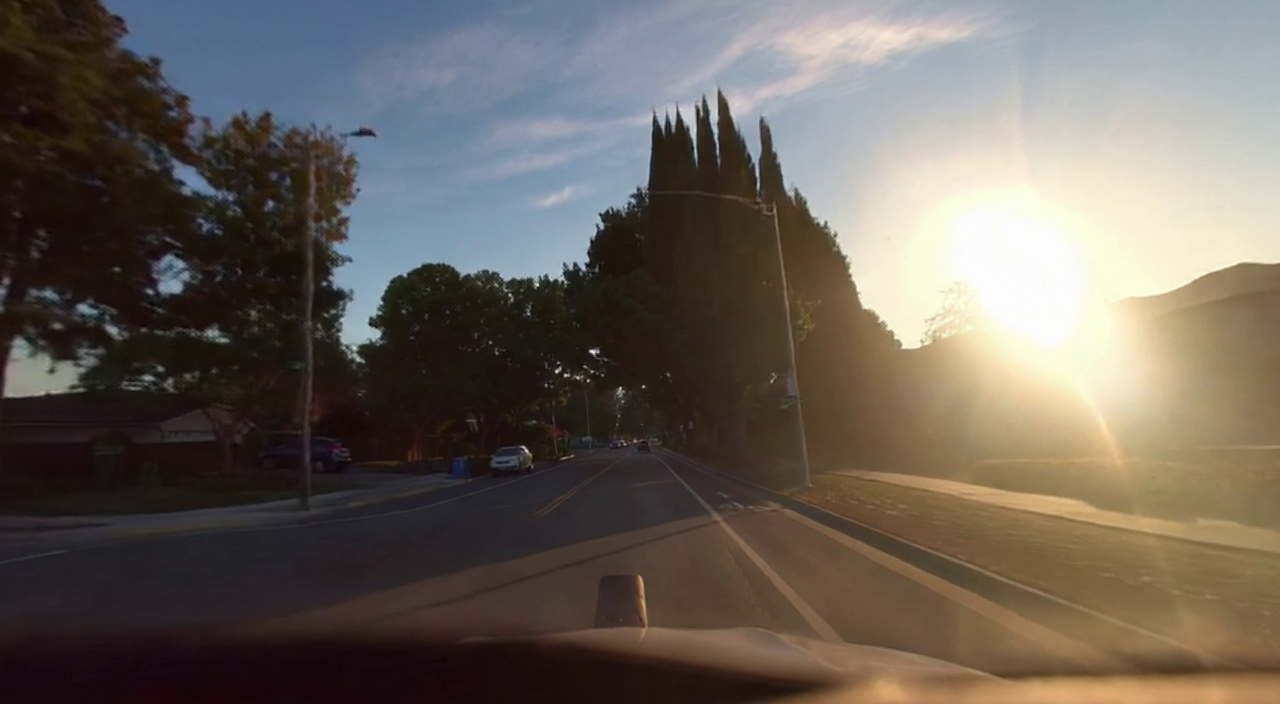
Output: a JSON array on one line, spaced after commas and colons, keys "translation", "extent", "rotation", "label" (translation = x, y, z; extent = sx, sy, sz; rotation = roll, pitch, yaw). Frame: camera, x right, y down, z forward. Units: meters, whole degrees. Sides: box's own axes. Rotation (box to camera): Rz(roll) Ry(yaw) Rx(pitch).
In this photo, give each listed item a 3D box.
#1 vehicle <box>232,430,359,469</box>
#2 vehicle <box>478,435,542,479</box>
[{"translation": [-15.633, 4.441, 28.804], "extent": [4.735, 1.712, 1.992], "rotation": [-2, -9, 9], "label": "vehicle"}, {"translation": [-6.572, 5.381, 32.521], "extent": [2.176, 1.885, 5.174], "rotation": [-4, -9, -1], "label": "vehicle"}]
